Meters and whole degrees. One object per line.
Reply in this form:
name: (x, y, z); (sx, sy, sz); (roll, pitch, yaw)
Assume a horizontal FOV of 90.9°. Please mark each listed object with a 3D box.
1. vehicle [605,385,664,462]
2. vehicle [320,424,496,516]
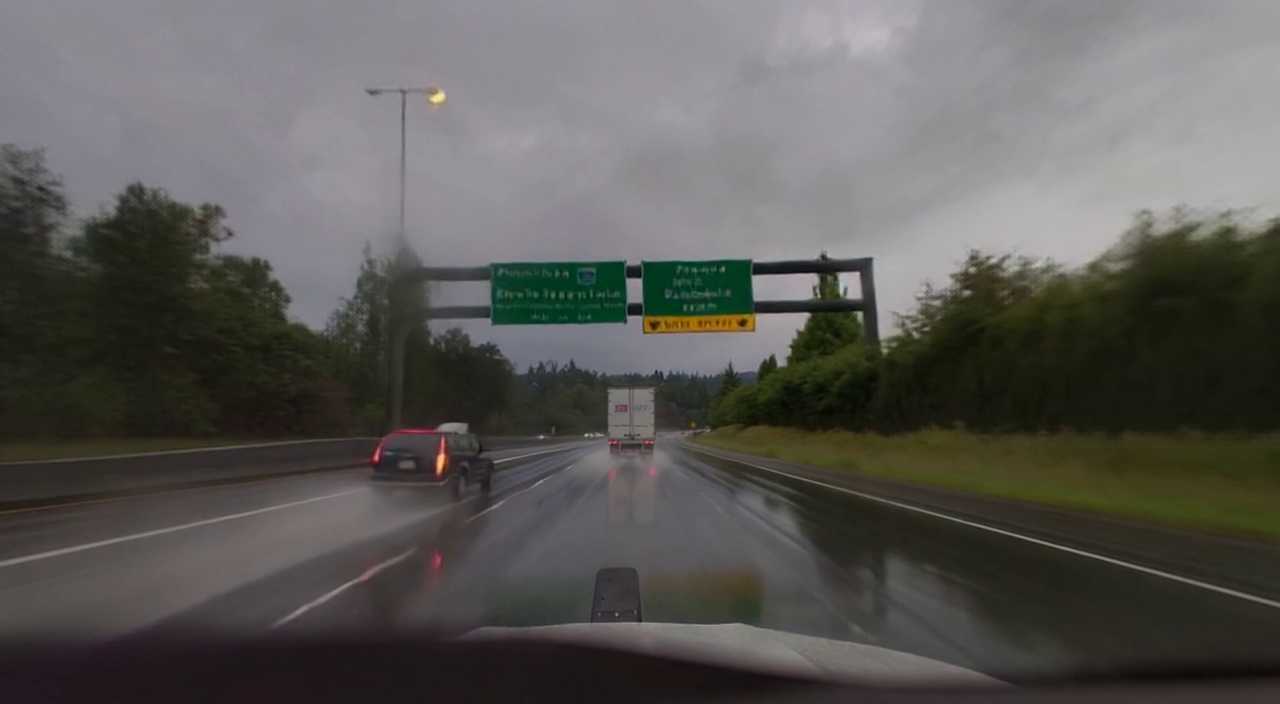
vehicle: (-0.396, 4.022, 34.750); (2.855, 3.741, 8.587); (0, -8, -2)
vehicle: (-4.242, 2.196, 12.315); (1.931, 1.479, 4.083); (0, -8, -1)
